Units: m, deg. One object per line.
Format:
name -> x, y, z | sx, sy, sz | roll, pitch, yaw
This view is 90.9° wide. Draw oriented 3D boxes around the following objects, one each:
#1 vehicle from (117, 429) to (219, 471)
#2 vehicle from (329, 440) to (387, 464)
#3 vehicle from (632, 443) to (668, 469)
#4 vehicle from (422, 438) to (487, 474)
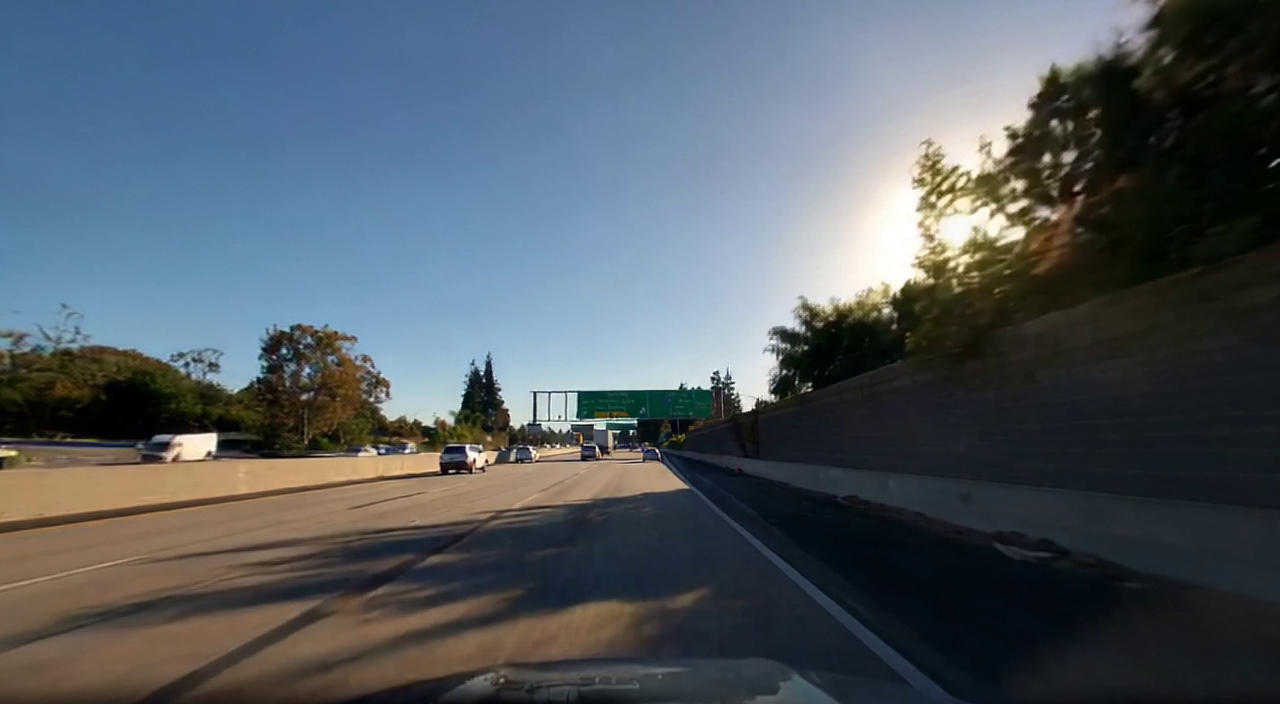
vehicle -> -30.687, 6.371, 41.360 | 2.261, 2.501, 5.877 | 0, -8, -2
vehicle -> -19.378, 6.867, 43.509 | 1.870, 1.567, 4.567 | 0, -8, 0
vehicle -> 0.638, 6.401, 39.025 | 2.137, 1.461, 3.999 | 0, -8, 1
vehicle -> -8.851, 4.964, 30.448 | 1.954, 1.605, 4.023 | 0, -8, -1
